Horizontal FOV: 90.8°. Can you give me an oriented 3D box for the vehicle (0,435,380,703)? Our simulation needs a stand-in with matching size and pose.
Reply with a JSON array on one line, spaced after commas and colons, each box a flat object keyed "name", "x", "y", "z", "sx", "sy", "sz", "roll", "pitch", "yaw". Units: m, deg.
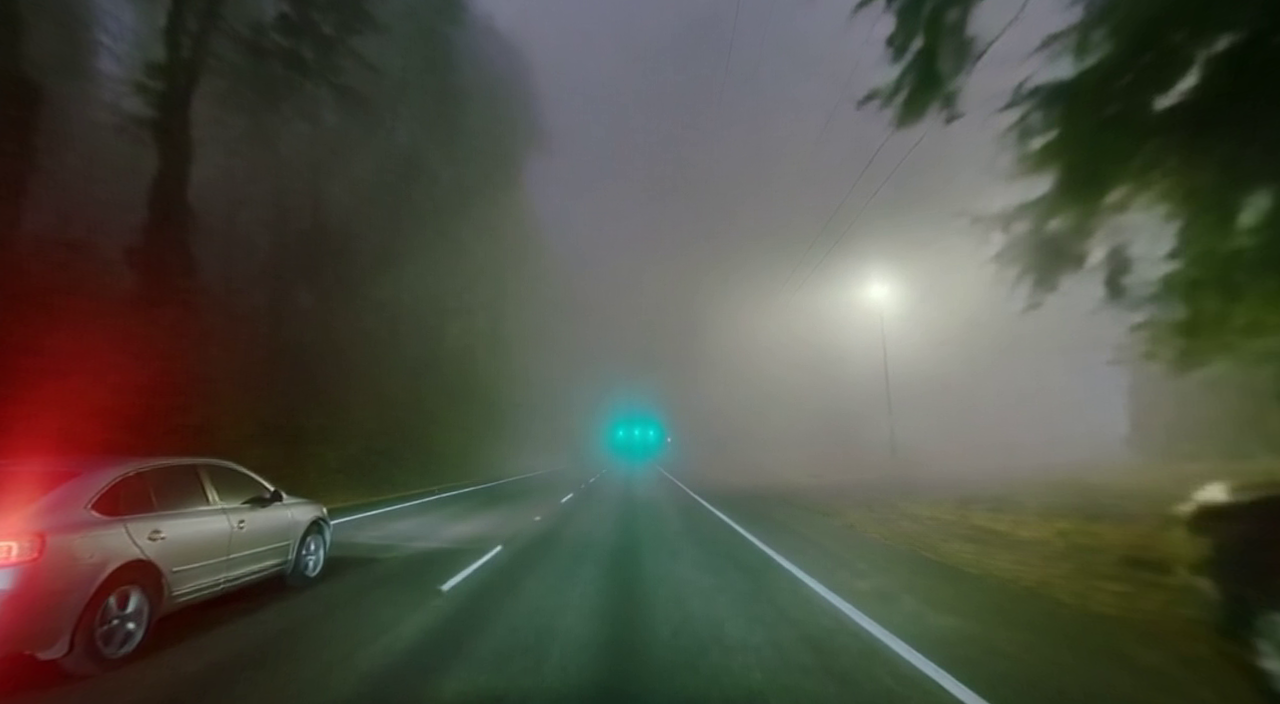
[{"name": "vehicle", "x": -4.049, "y": 1.462, "z": 5.310, "sx": 1.946, "sy": 1.437, "sz": 4.154, "roll": 0, "pitch": -8, "yaw": 0}]

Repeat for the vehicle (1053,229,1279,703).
[{"name": "vehicle", "x": 4.349, "y": 0.325, "z": 1.032, "sx": 2.554, "sy": 2.388, "sz": 6.973, "roll": 0, "pitch": -8, "yaw": 0}]
